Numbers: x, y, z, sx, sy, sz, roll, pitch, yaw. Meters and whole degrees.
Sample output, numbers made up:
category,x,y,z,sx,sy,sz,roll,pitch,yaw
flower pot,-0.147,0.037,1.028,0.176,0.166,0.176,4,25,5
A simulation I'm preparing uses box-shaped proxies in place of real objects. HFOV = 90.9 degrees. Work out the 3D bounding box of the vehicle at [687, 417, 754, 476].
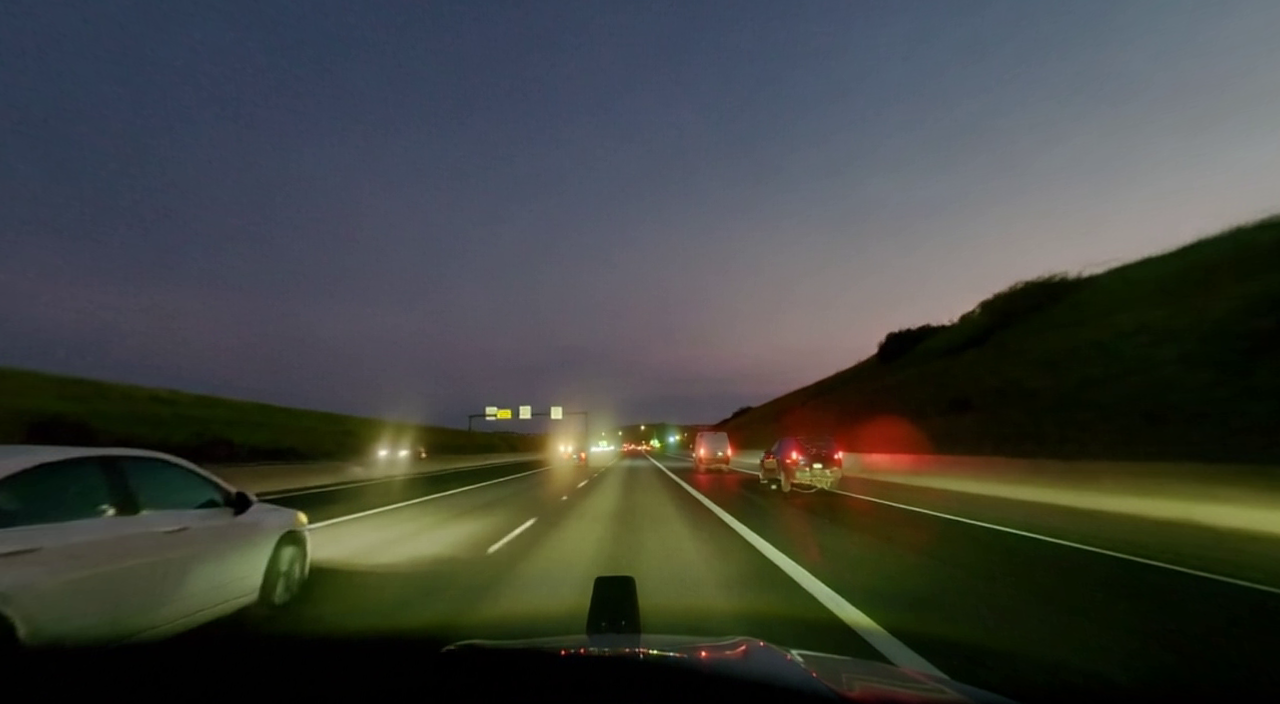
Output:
category,x,y,z,sx,sy,sz,roll,pitch,yaw
vehicle,3.836,4.702,31.248,2.361,2.636,5.684,0,-9,-1

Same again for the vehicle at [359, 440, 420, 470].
category,x,y,z,sx,sy,sz,roll,pitch,yaw
vehicle,-15.459,6.396,39.133,1.931,1.721,4.375,0,-9,0

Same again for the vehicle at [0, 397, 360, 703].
category,x,y,z,sx,sy,sz,roll,pitch,yaw
vehicle,-3.394,1.035,2.983,1.939,1.513,4.773,0,-9,0

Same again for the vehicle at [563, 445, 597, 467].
category,x,y,z,sx,sy,sz,roll,pitch,yaw
vehicle,-4.342,7.621,46.131,2.054,1.529,4.368,0,-9,0
